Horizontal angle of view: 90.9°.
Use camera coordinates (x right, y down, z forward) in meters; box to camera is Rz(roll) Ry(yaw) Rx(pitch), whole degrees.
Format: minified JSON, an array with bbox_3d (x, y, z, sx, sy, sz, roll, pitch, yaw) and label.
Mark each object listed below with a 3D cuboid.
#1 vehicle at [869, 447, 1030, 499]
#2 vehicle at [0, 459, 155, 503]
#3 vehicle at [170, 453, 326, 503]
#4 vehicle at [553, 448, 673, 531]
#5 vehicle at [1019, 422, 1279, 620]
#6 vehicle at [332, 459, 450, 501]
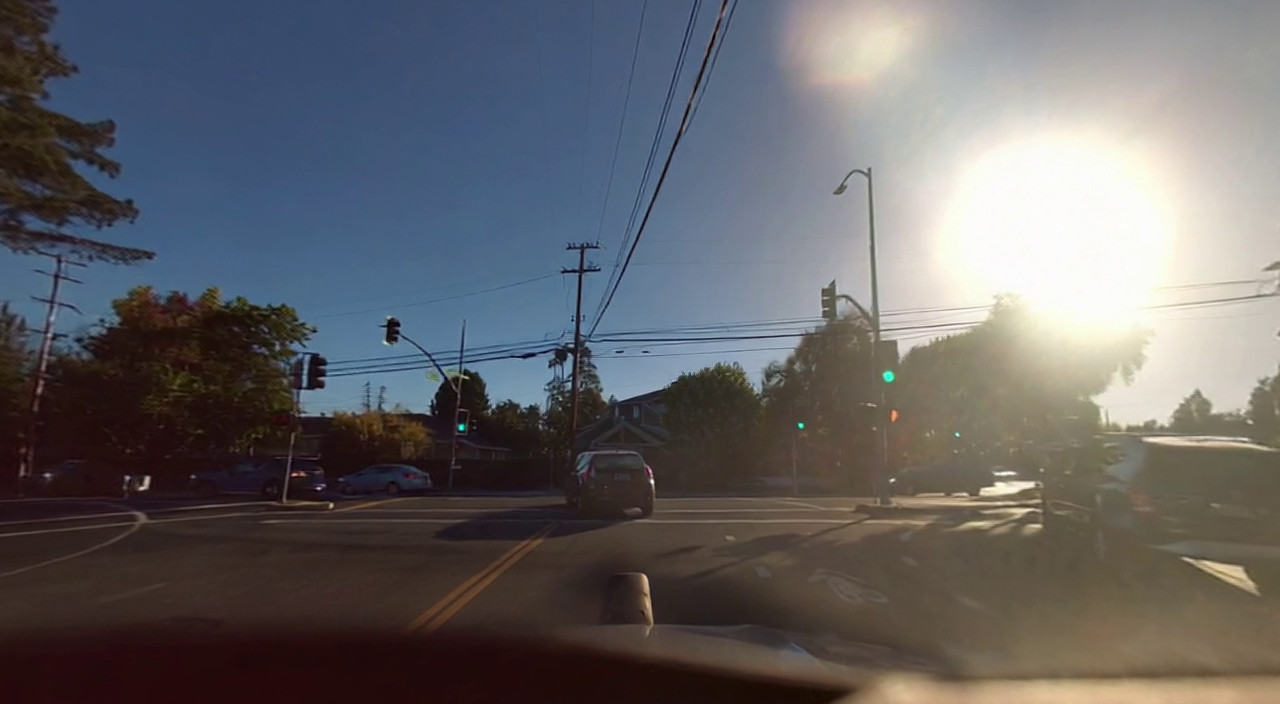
[{"bbox_3d":[10.827,4.255,22.414,4.600,1.722,2.074,-1,-8,6],"label":"vehicle"},{"bbox_3d":[-21.356,4.833,23.854,4.736,1.475,1.921,-1,-8,9],"label":"vehicle"},{"bbox_3d":[-14.124,4.522,22.864,4.485,1.625,1.980,-1,-8,9],"label":"vehicle"},{"bbox_3d":[-0.805,2.956,14.278,2.078,1.506,4.512,2,-8,-11],"label":"vehicle"},{"bbox_3d":[6.360,1.816,7.822,1.969,1.738,4.515,-3,-9,21],"label":"vehicle"},{"bbox_3d":[-10.378,5.275,26.300,4.343,1.492,2.063,-4,-9,24],"label":"vehicle"}]
